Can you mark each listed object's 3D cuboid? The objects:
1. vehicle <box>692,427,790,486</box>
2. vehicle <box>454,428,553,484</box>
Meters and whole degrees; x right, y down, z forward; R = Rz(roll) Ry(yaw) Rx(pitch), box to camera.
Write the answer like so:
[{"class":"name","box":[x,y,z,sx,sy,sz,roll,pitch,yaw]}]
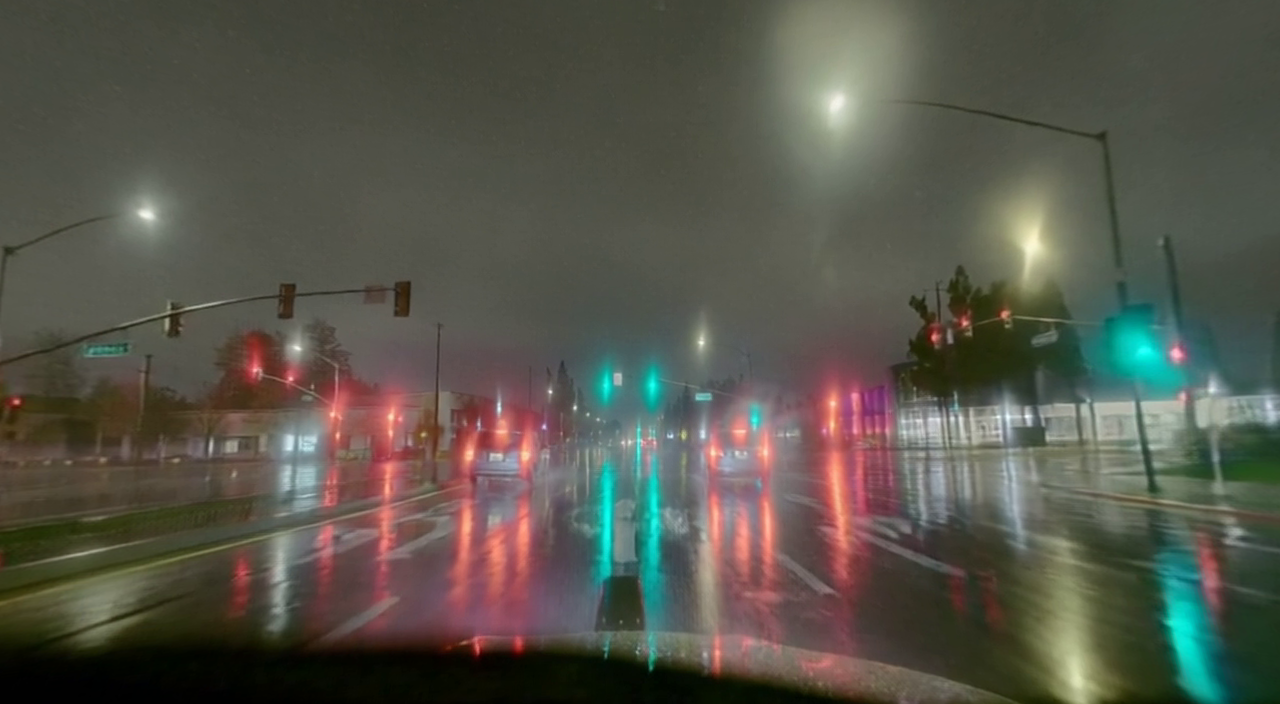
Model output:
[{"class":"vehicle","box":[2.865,3.105,19.058,2.130,1.524,4.722,0,-8,-1]},{"class":"vehicle","box":[-4.026,3.160,19.457,1.973,1.526,4.533,0,-8,1]}]
